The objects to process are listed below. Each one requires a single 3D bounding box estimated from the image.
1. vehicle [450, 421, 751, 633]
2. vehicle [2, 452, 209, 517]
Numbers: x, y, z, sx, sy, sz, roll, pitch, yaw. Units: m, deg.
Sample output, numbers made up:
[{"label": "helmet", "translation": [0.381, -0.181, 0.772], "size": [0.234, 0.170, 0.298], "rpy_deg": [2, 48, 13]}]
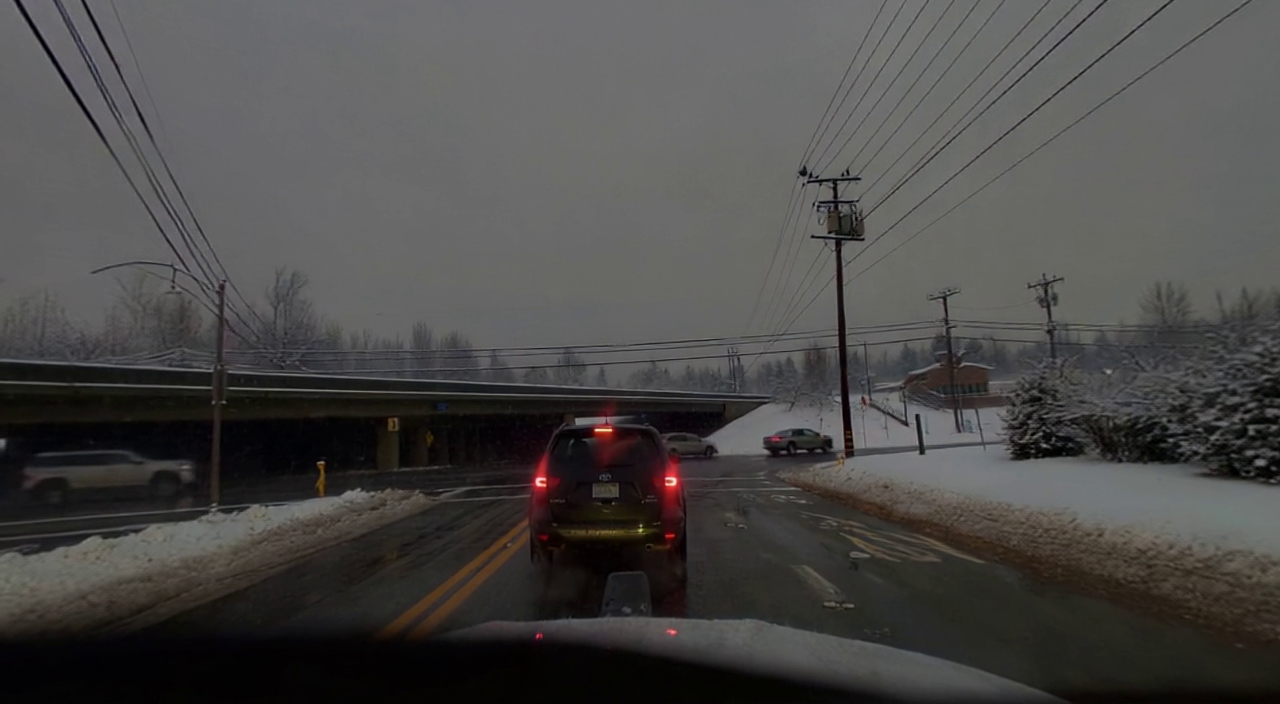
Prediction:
[{"label": "vehicle", "translation": [-0.240, 1.528, 6.471], "size": [2.090, 1.458, 4.033], "rpy_deg": [-1, -9, 1]}, {"label": "vehicle", "translation": [-15.850, 3.862, 18.886], "size": [4.435, 1.637, 1.901], "rpy_deg": [8, -12, -44]}]
